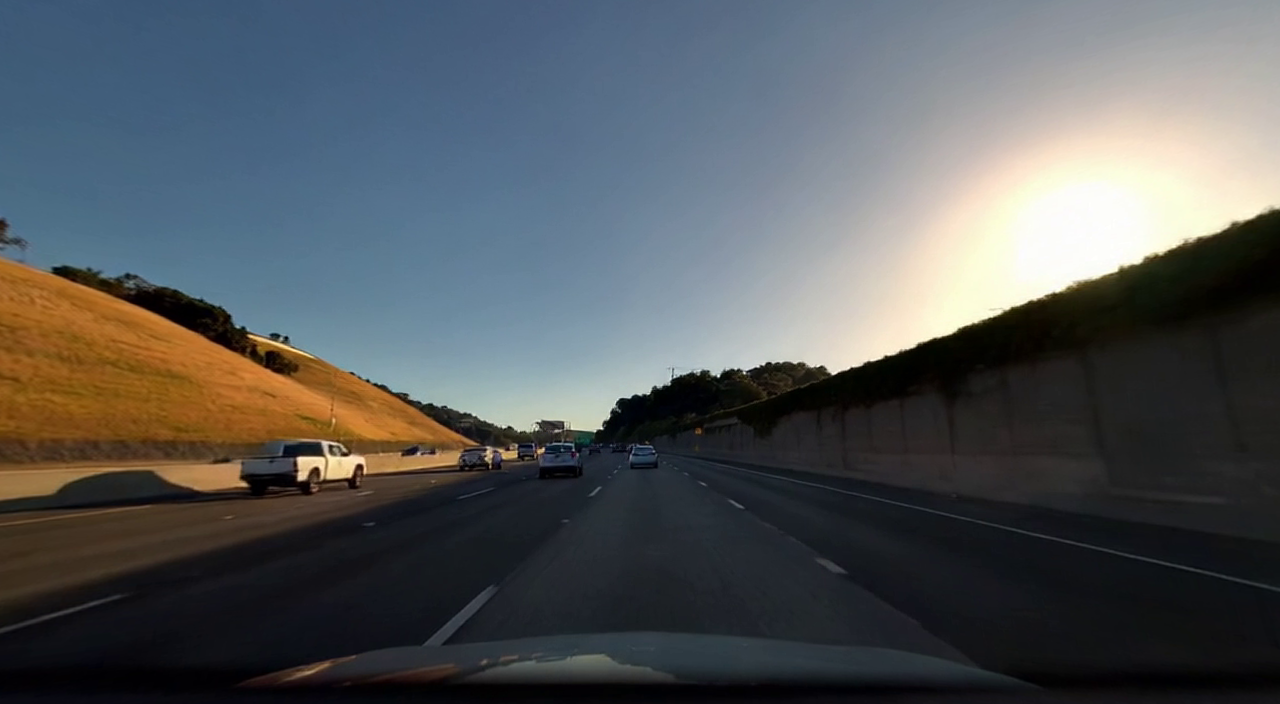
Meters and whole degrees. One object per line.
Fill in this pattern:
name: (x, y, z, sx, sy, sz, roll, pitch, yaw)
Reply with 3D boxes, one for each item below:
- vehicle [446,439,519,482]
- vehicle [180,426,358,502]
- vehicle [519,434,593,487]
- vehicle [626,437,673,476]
vehicle: (-6.812, 4.725, 27.789, 2.059, 1.745, 4.239, 0, -9, 1)
vehicle: (-10.757, 3.297, 18.932, 2.054, 1.933, 5.247, 0, -9, 1)
vehicle: (-3.084, 4.087, 24.109, 2.093, 1.820, 4.506, 0, -9, 1)
vehicle: (0.434, 5.262, 31.830, 2.233, 1.804, 4.273, 0, -9, 0)
